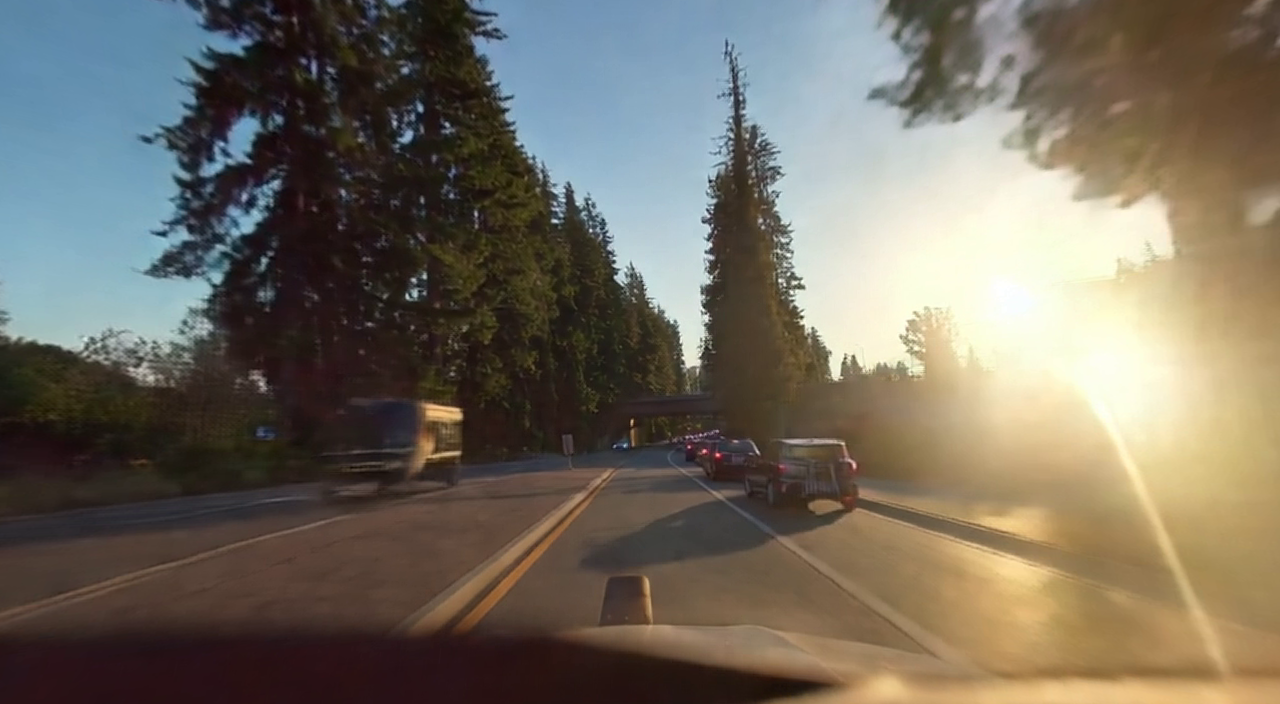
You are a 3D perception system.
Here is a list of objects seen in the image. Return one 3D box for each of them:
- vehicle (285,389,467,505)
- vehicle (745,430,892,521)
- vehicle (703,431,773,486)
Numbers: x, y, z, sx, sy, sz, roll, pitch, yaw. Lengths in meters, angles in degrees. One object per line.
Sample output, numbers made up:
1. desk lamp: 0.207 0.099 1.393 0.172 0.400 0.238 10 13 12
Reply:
1. vehicle: -6.644 2.518 16.791 2.273 2.556 5.337 -1 -8 3
2. vehicle: 3.744 2.659 14.124 1.972 1.682 4.397 0 -8 0
3. vehicle: 3.671 4.094 24.471 1.985 1.895 4.496 0 -8 0
